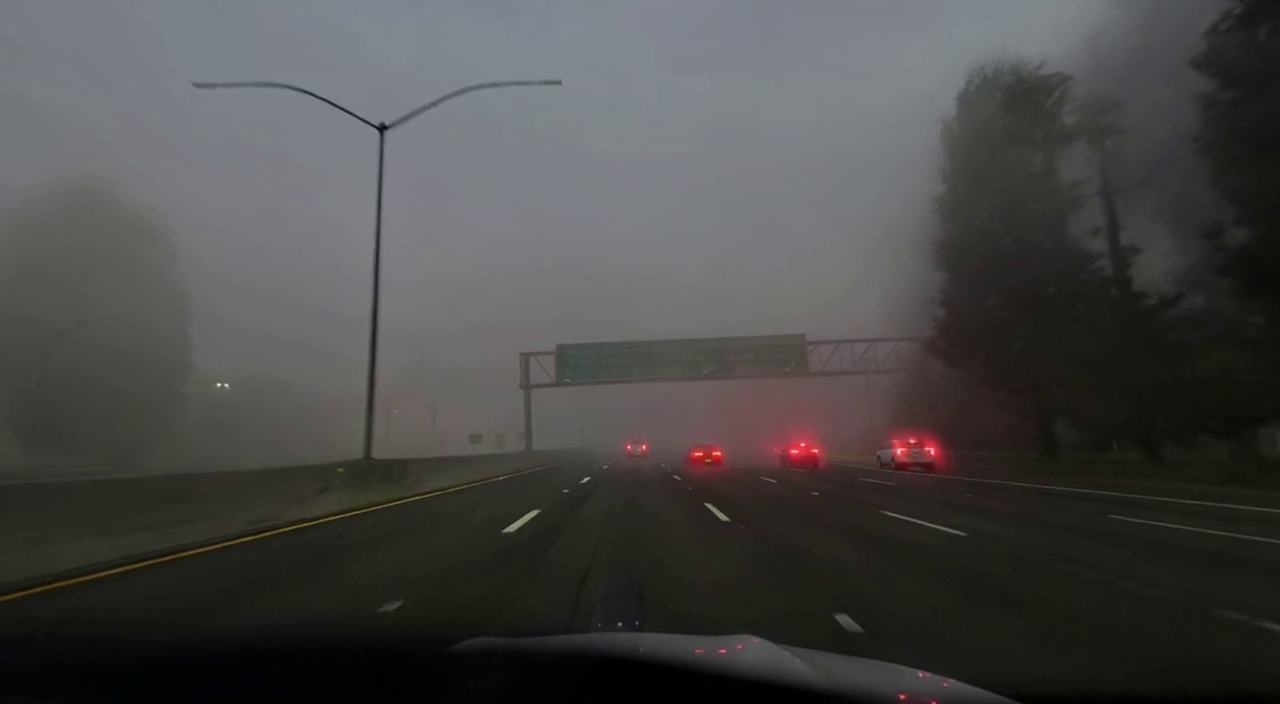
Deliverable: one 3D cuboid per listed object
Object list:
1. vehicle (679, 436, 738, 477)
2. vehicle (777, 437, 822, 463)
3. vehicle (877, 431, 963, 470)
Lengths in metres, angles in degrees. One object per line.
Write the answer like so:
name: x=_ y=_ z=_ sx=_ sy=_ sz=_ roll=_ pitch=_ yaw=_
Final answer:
vehicle: x=2.939 y=4.573 z=27.986 sx=1.997 sy=1.638 sz=4.281 roll=0 pitch=-8 yaw=-2
vehicle: x=11.575 y=7.157 z=46.292 sx=2.070 sy=1.782 sz=5.006 roll=0 pitch=-8 yaw=1
vehicle: x=15.156 y=5.359 z=34.607 sx=2.190 sy=1.911 sz=5.658 roll=0 pitch=-8 yaw=1
